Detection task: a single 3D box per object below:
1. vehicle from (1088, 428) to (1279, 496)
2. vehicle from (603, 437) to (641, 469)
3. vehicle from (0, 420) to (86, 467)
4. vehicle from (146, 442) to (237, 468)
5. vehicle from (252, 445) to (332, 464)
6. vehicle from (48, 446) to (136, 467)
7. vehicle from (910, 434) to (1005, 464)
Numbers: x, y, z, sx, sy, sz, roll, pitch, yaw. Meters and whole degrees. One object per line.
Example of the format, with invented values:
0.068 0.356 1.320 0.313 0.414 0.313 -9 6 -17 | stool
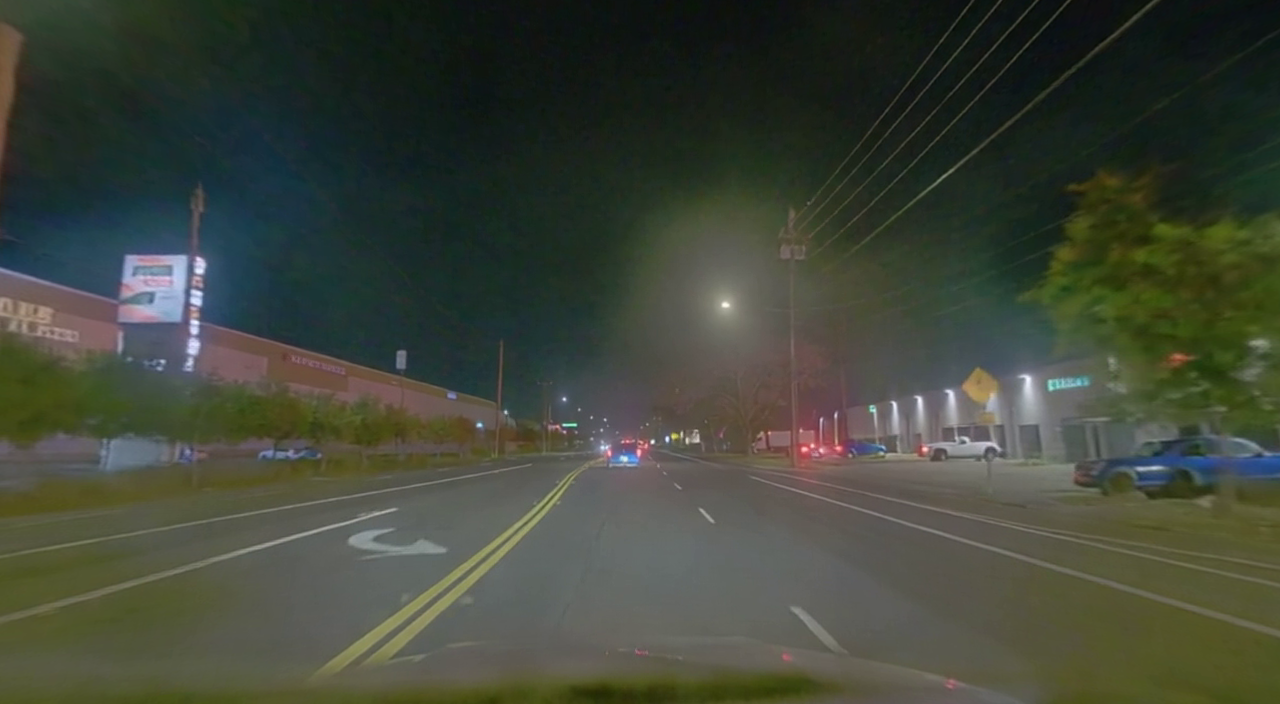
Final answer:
18.956 3.634 21.250 2.423 2.005 5.671 4 -10 -28 | vehicle
-0.981 5.499 34.552 1.937 1.588 3.746 0 -8 -1 | vehicle
-48.497 7.182 49.470 7.180 3.465 2.763 0 -8 -4 | vehicle
-26.695 6.145 37.706 3.983 1.472 1.898 0 -8 0 | vehicle
-26.542 7.815 48.299 4.728 1.431 2.287 0 -8 -2 | vehicle
-39.649 7.565 45.792 4.525 1.491 1.908 0 -8 -2 | vehicle
23.135 7.099 46.246 5.669 2.073 2.297 -1 -8 2 | vehicle
